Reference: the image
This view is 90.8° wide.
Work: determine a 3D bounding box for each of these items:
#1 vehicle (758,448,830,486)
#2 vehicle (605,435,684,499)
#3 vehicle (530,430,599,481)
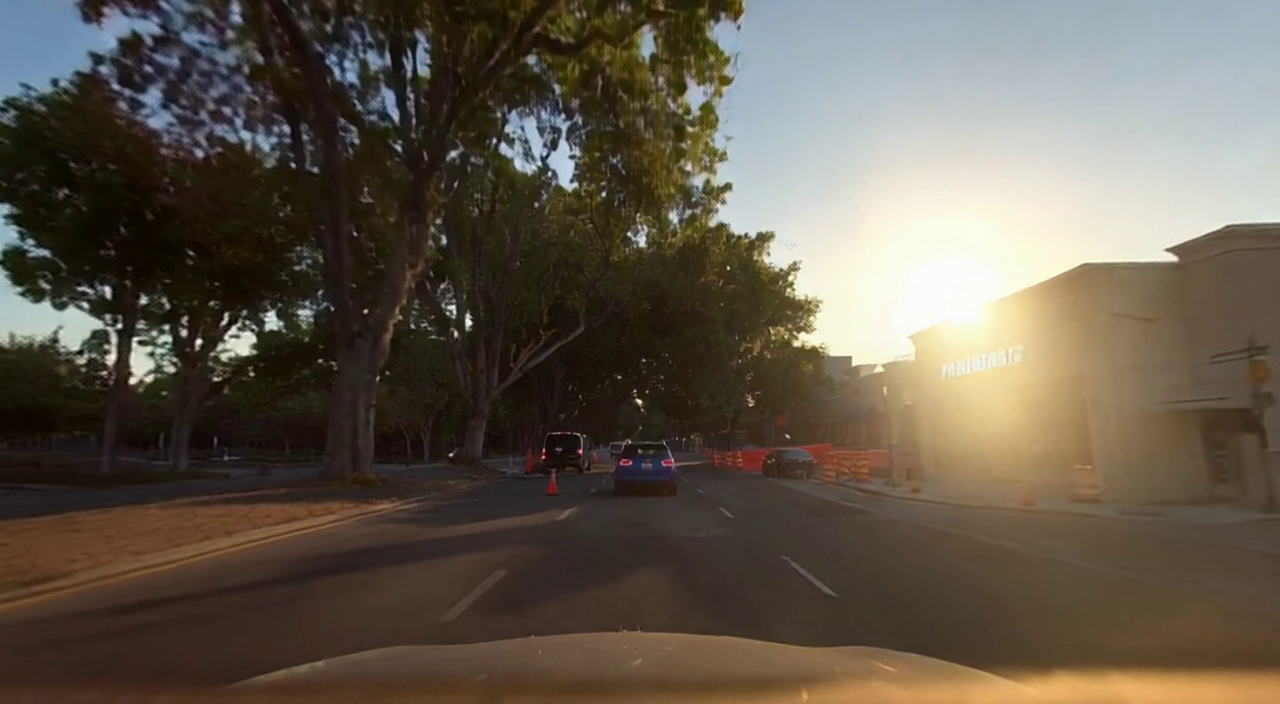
[{"bbox_3d":[6.842,5.145,28.536,2.076,1.535,4.460,1,-9,-1],"label":"vehicle"},{"bbox_3d":[0.090,3.485,19.525,2.168,1.725,4.192,0,-9,-1],"label":"vehicle"},{"bbox_3d":[-3.256,4.649,28.599,2.357,2.063,5.488,0,-9,1],"label":"vehicle"}]
